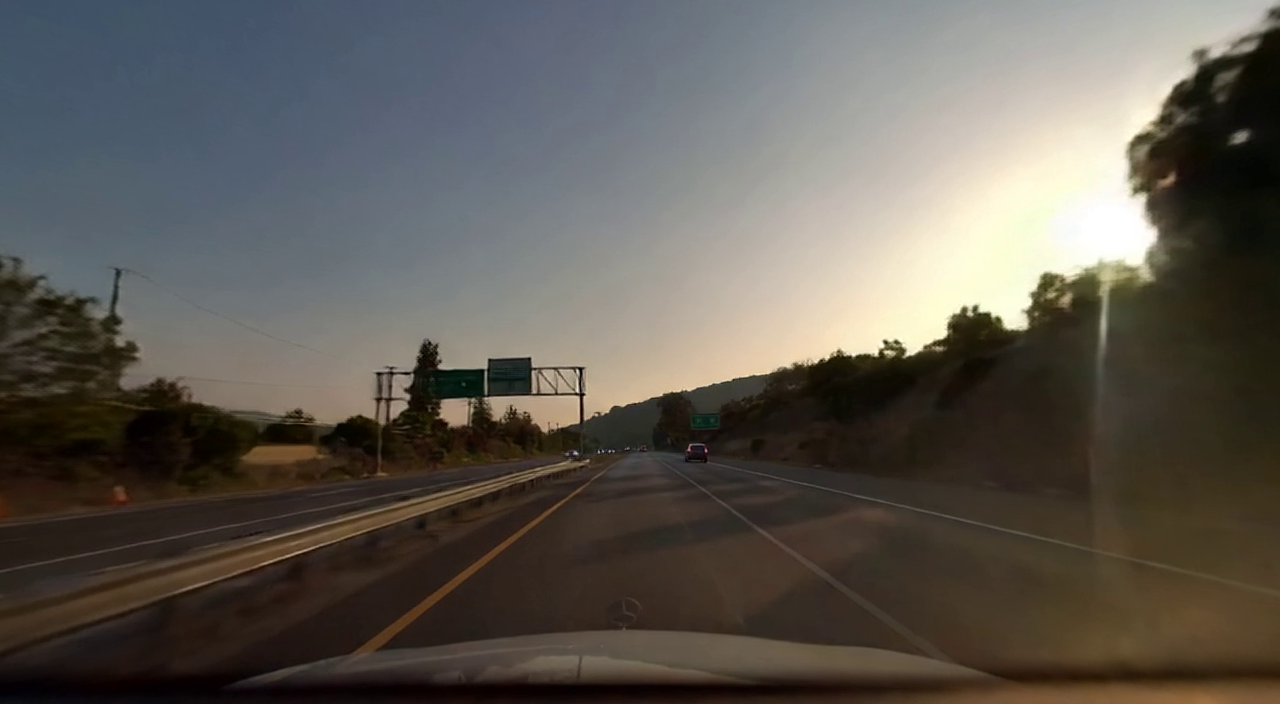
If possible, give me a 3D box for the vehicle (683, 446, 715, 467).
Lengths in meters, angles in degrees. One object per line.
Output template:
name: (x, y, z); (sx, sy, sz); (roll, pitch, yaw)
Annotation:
vehicle: (4.178, 7.461, 45.118); (1.923, 1.408, 3.835); (0, -9, -1)
